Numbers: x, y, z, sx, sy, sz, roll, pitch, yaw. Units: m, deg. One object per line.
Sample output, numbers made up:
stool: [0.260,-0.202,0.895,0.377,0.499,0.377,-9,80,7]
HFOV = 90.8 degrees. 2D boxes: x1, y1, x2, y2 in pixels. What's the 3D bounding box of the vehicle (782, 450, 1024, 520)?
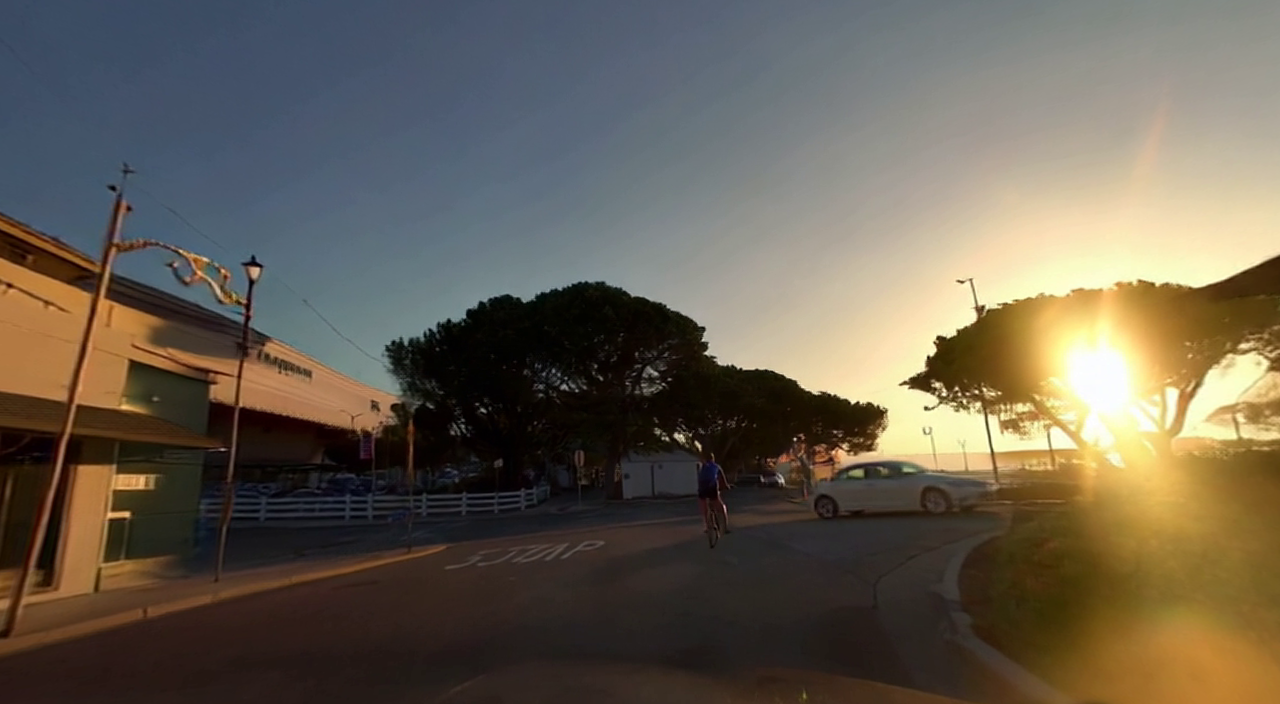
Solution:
vehicle: [6.628,3.309,16.367,5.323,1.479,2.112,-8,-11,40]
